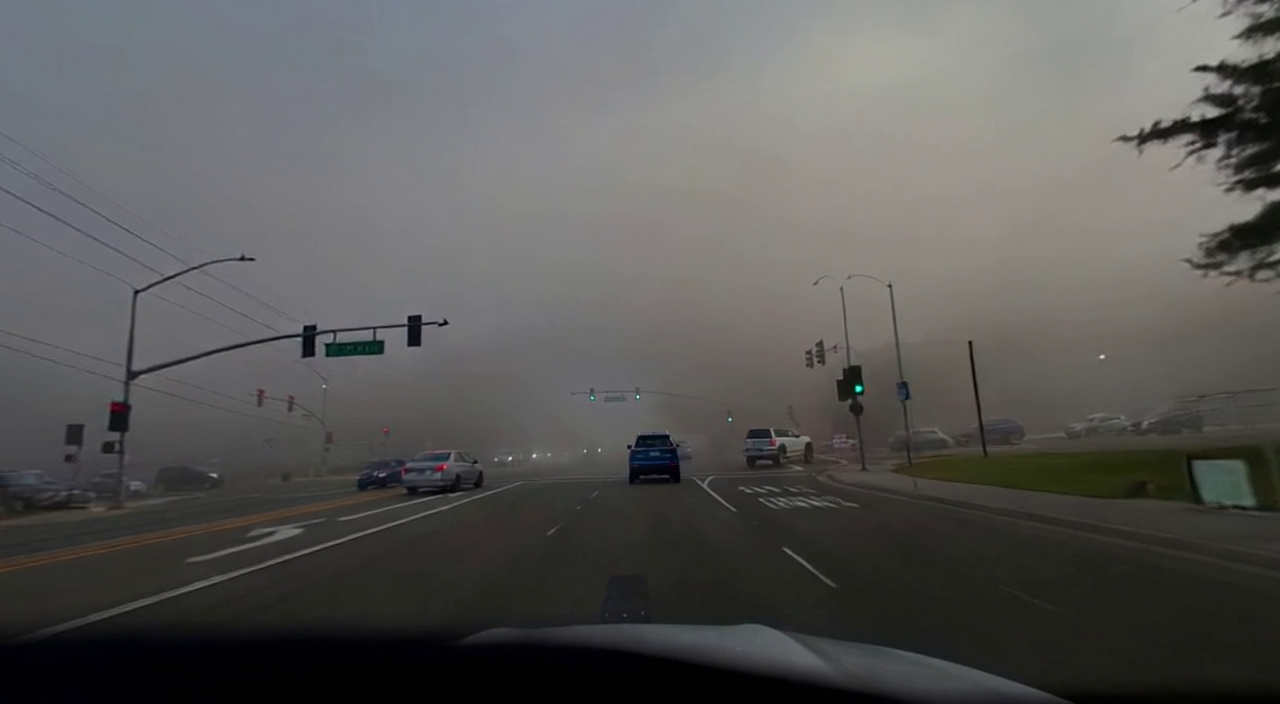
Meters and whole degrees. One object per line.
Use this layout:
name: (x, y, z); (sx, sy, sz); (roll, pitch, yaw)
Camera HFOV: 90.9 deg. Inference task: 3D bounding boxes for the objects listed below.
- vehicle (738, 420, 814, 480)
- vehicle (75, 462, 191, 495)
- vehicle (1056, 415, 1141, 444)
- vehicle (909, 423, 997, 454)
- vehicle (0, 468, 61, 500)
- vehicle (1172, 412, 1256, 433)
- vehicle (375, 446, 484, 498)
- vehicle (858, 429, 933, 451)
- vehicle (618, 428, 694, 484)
vehicle: (5.788, 4.037, 26.193); (2.452, 2.148, 5.877); (-3, -9, 18)
vehicle: (-29.747, 7.422, 37.092); (4.890, 1.806, 2.205); (0, -8, 2)
vehicle: (34.506, 5.878, 47.527); (4.819, 1.562, 1.877); (-6, -8, -2)
vehicle: (18.756, 5.193, 37.866); (4.386, 1.760, 2.228); (3, -9, -20)
vehicle: (-37.753, 7.824, 37.426); (4.839, 1.742, 1.993); (0, -8, 2)
vehicle: (43.703, 5.363, 48.060); (4.379, 1.492, 1.995); (0, -9, 0)
vehicle: (-6.577, 3.767, 20.311); (1.966, 1.461, 4.422); (0, -9, 0)
vehicle: (17.857, 6.188, 44.252); (4.430, 1.480, 1.923); (0, -9, -1)
vehicle: (0.524, 3.893, 23.801); (2.513, 1.854, 5.235); (0, -8, 0)
